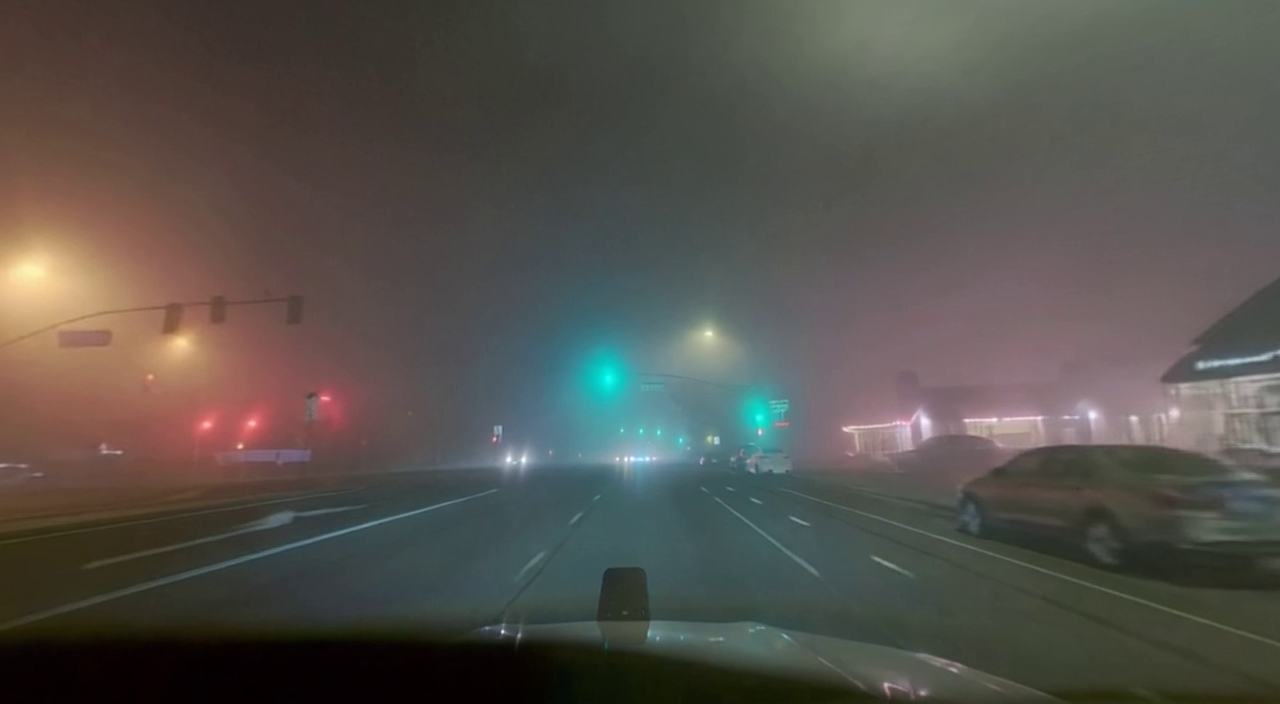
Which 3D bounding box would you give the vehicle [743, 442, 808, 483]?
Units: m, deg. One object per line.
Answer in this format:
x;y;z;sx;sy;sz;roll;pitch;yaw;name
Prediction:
6.026;4.995;28.754;1.845;1.664;5.285;0;-9;1;vehicle

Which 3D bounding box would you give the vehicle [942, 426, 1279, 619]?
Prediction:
5.848;1.753;7.540;2.057;1.541;4.735;0;-9;-1;vehicle
